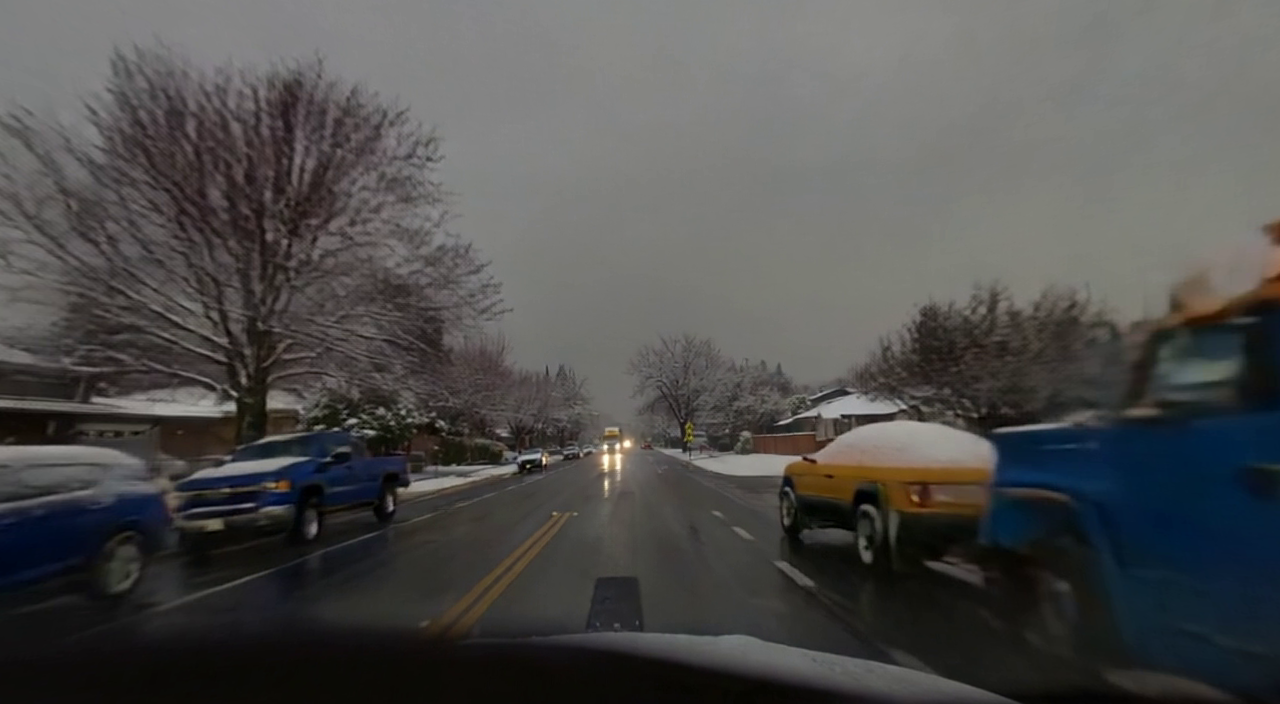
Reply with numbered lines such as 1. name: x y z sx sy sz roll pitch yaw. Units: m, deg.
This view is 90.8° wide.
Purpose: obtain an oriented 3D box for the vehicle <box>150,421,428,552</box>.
1. vehicle: -6.557 2.576 12.983 2.302 2.059 5.758 0 -9 1

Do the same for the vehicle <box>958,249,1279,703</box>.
1. vehicle: 3.446 0.559 1.545 2.332 2.044 5.695 0 -9 0

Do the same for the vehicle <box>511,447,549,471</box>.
1. vehicle: -8.572 8.356 49.699 2.119 1.775 4.643 0 -9 1

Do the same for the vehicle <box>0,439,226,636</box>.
1. vehicle: -6.862 1.771 6.236 2.005 1.785 5.179 0 -9 0
